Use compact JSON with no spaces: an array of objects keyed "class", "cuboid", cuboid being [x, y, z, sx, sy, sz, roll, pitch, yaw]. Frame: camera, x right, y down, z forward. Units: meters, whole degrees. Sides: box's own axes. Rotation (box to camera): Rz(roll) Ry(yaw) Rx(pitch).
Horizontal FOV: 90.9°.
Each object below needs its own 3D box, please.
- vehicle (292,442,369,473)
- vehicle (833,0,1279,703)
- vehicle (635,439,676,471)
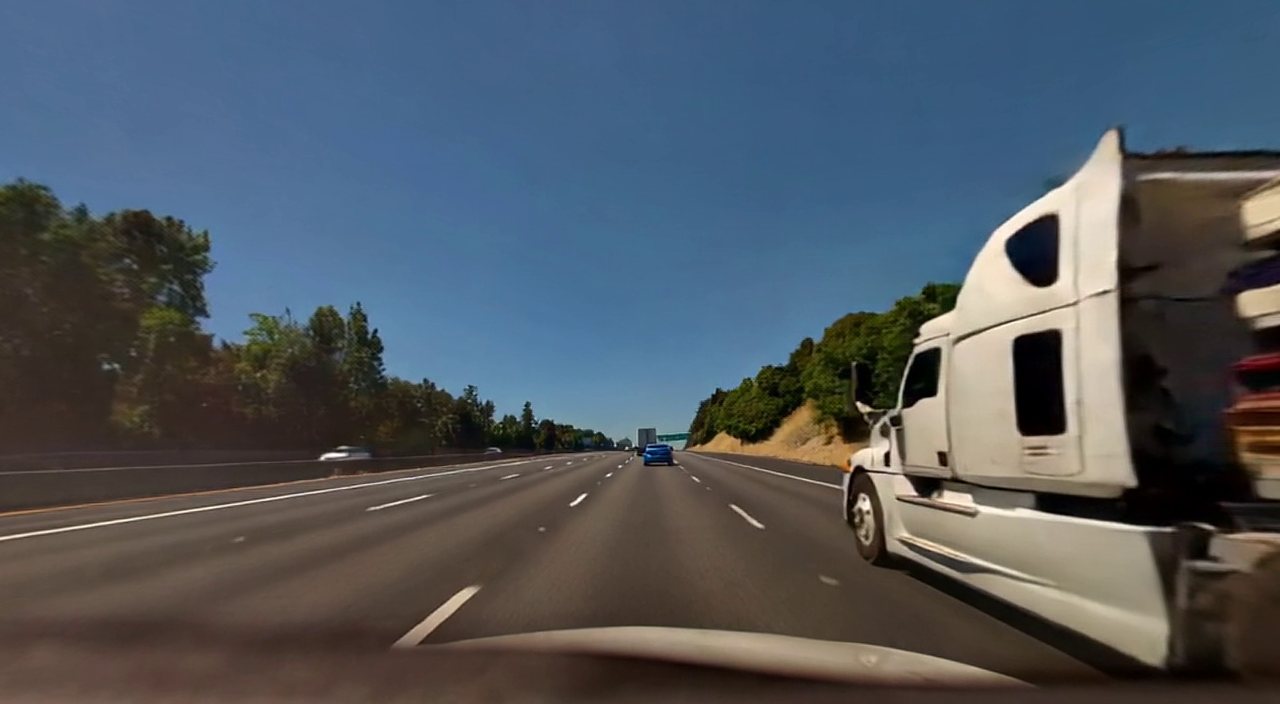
[{"class":"vehicle","cuboid":[-17.030,5.795,34.977,1.888,1.562,4.490,0,-8,1]},{"class":"vehicle","cuboid":[4.069,-0.074,3.848,3.071,3.888,8.330,0,-8,0]},{"class":"vehicle","cuboid":[0.761,5.411,33.373,2.042,1.528,4.300,0,-8,0]}]
